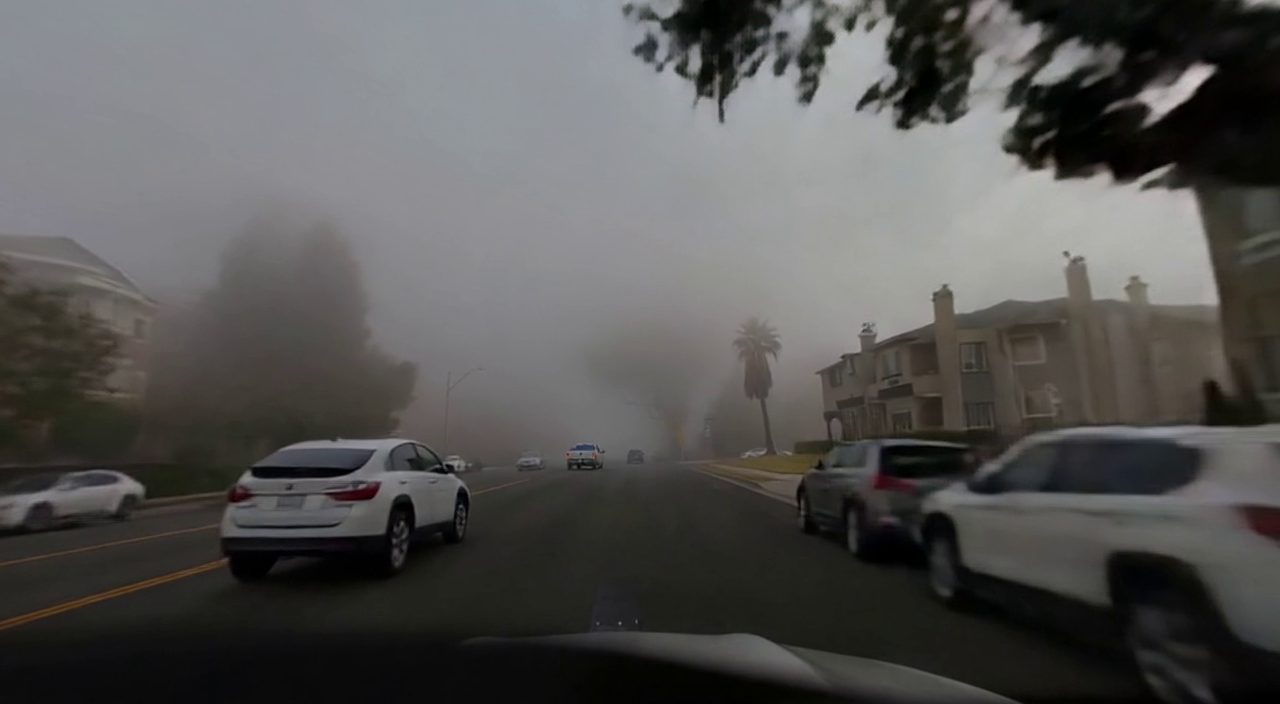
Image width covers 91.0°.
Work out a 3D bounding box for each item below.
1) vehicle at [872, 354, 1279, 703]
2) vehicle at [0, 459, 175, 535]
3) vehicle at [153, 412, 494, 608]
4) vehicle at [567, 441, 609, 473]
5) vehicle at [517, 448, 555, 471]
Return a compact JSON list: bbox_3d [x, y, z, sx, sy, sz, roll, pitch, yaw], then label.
[{"bbox_3d":[3.708,1.167,4.298,2.125,1.768,5.544,0,-9,0],"label":"vehicle"},{"bbox_3d":[-13.853,3.437,15.320,1.811,1.452,4.322,-3,-8,-1],"label":"vehicle"},{"bbox_3d":[-3.179,1.657,7.434,1.929,1.651,3.948,0,-9,0],"label":"vehicle"},{"bbox_3d":[-3.126,6.399,38.670,1.994,1.810,5.057,0,-9,2],"label":"vehicle"},{"bbox_3d":[-7.436,7.728,45.476,1.979,1.500,4.383,0,-9,0],"label":"vehicle"}]
